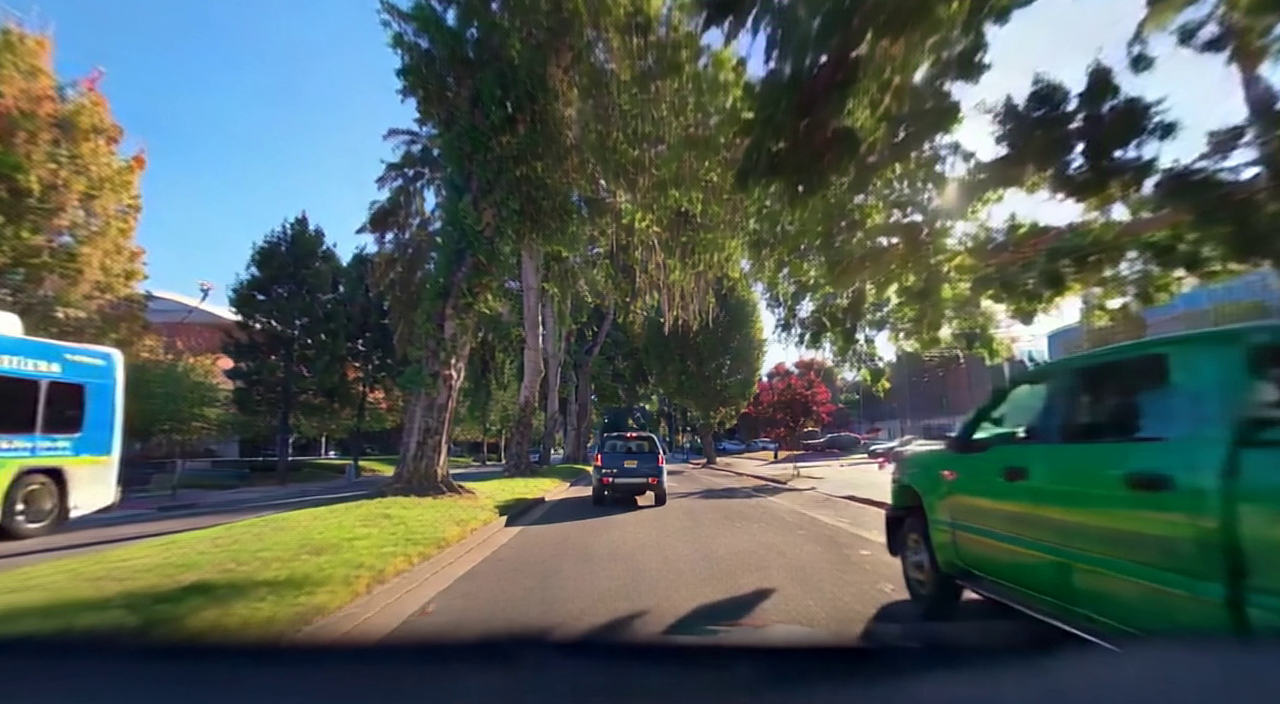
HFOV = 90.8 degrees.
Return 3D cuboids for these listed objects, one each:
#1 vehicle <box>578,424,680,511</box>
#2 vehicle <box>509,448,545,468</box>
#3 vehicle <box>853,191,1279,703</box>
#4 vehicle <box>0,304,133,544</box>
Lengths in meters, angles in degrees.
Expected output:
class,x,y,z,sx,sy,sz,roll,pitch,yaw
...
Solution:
class,x,y,z,sx,sy,sz,roll,pitch,yaw
vehicle,-0.266,2.875,16.257,2.157,1.816,5.804,0,-9,-1
vehicle,-8.871,8.364,49.977,2.027,1.493,4.707,0,-9,-1
vehicle,3.691,0.627,2.558,2.802,2.303,7.582,0,-9,-2
vehicle,-12.261,0.674,6.998,2.996,4.022,12.692,0,-9,-1
